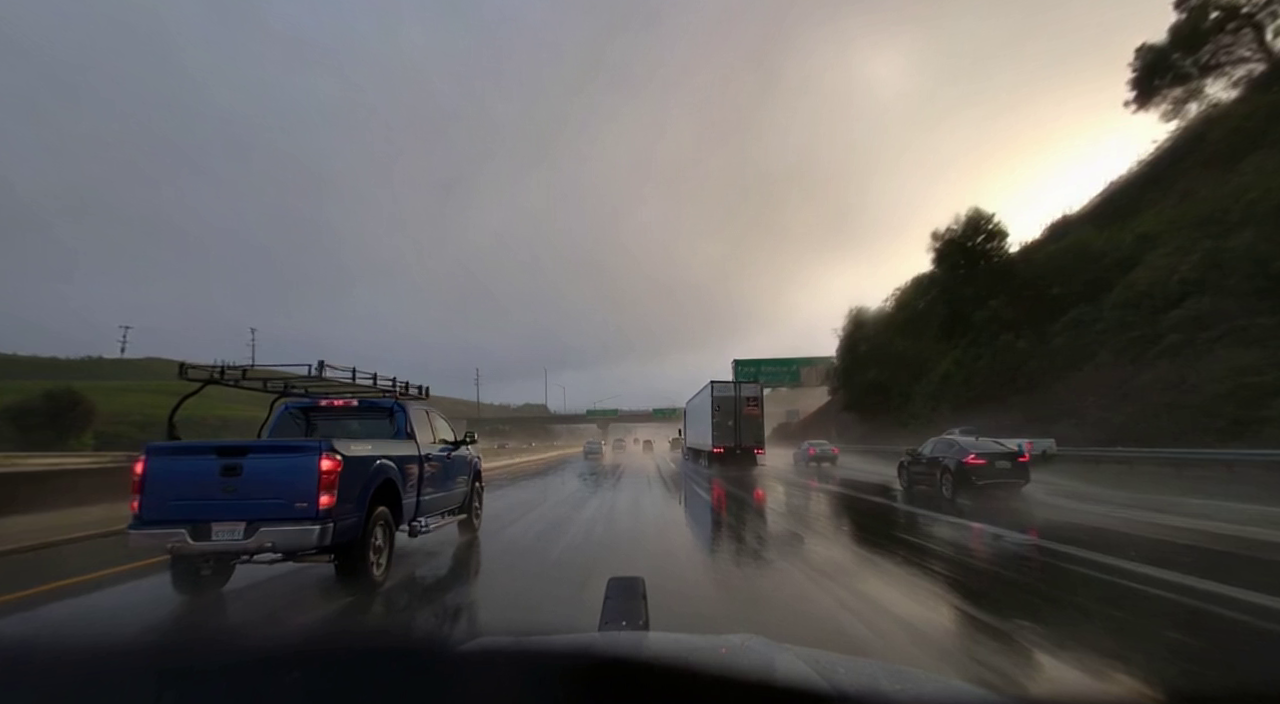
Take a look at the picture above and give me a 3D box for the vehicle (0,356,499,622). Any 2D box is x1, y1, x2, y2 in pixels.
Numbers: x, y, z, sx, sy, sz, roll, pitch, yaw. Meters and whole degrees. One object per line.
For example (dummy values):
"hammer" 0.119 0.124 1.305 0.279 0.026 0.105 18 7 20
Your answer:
"vehicle" -3.880 1.524 8.095 2.599 2.054 6.288 0 -9 1

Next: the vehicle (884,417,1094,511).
"vehicle" 7.330 2.412 13.973 1.999 1.700 4.640 0 -8 0

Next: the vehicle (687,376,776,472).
"vehicle" 4.361 3.999 33.286 2.885 4.036 12.891 0 -8 1
